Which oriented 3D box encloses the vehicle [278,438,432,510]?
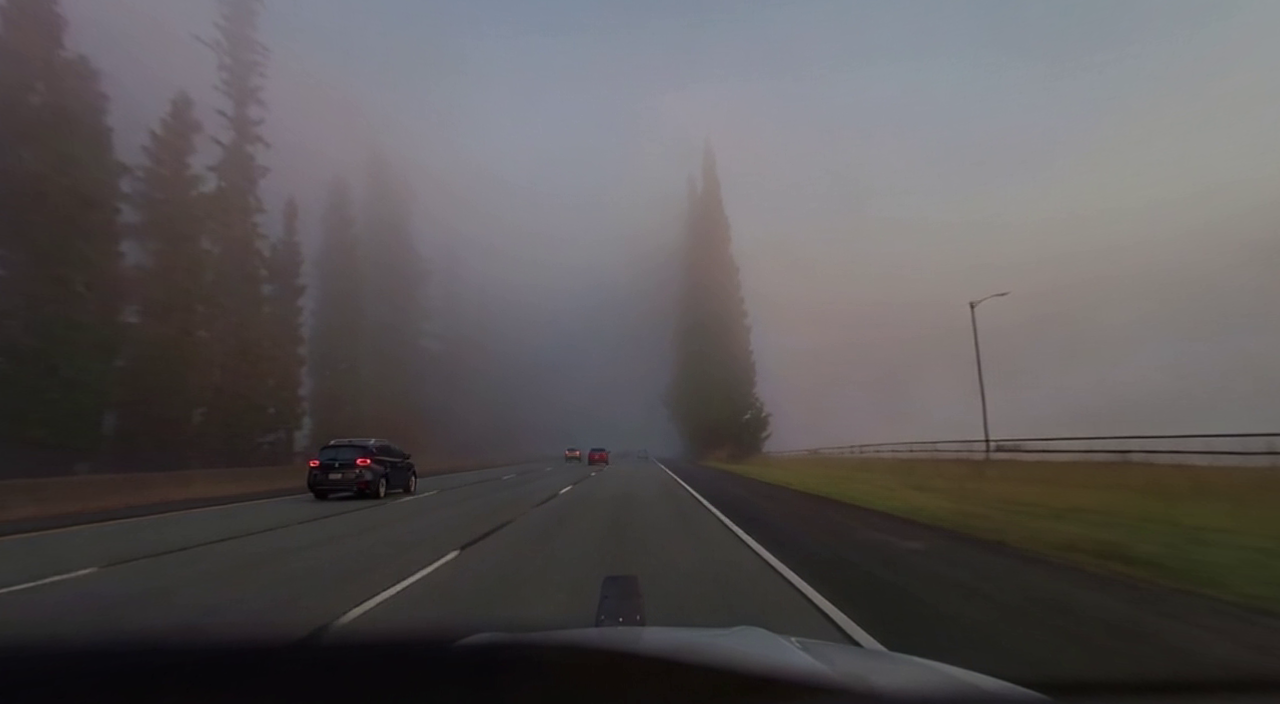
[{"bbox_3d":[-7.186,3.094,16.449,2.007,1.616,4.141,0,-9,1],"label":"vehicle"}]
